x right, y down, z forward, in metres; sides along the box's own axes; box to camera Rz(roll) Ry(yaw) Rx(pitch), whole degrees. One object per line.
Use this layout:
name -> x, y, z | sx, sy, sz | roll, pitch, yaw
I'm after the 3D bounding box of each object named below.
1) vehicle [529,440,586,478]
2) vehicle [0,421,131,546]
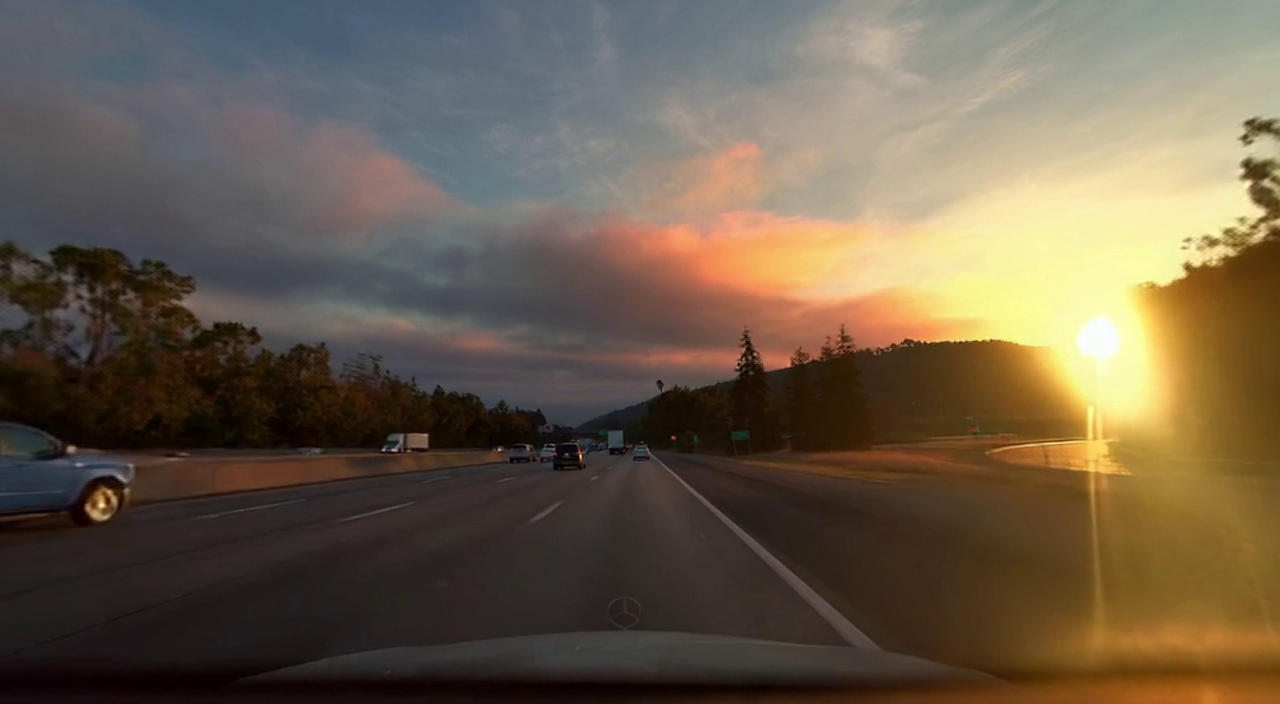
vehicle -> -3.852, 5.085, 30.150 | 2.094, 1.695, 4.260 | 0, -9, 1
vehicle -> -10.177, 1.793, 8.424 | 2.146, 1.764, 5.510 | 0, -9, -1
